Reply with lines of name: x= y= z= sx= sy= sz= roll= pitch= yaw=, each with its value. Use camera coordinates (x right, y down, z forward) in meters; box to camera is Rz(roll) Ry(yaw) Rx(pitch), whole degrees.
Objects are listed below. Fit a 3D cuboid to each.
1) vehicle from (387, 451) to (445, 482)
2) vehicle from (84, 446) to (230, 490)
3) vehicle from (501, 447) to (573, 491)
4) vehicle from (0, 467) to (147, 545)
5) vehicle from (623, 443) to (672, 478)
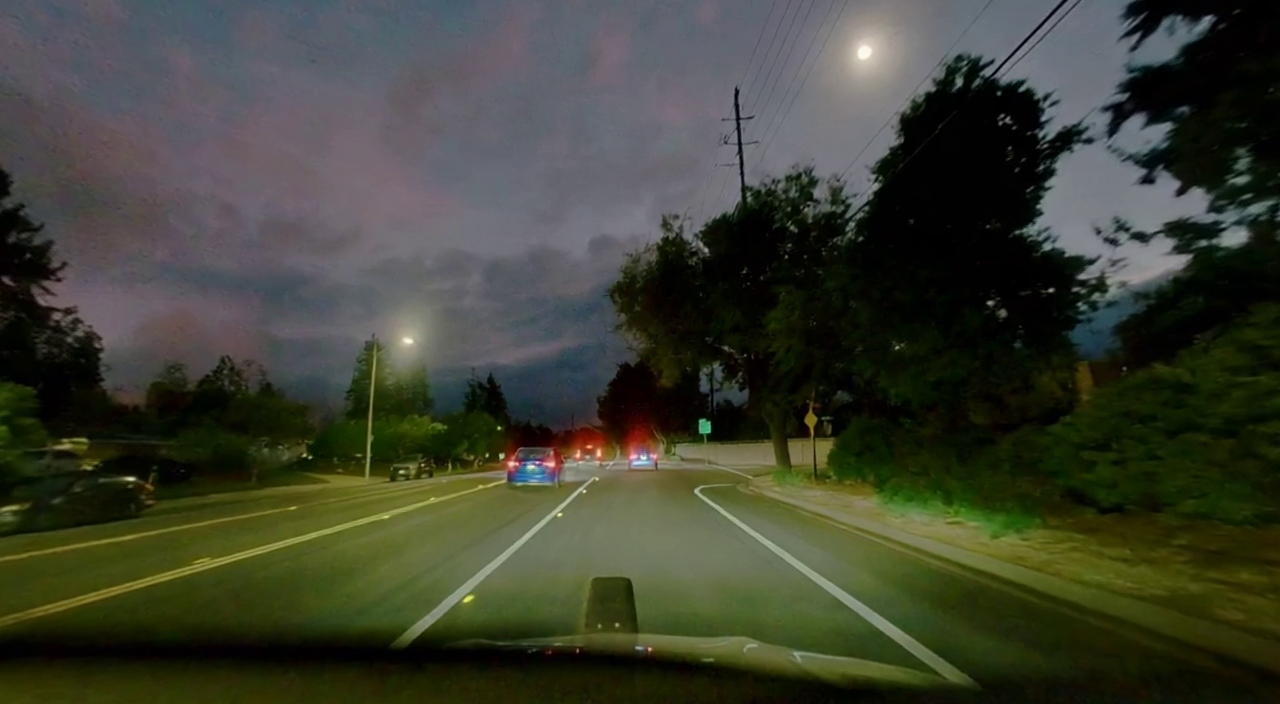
vehicle: x=-14.364 y=7.334 z=40.797 sx=2.083 sy=1.817 sz=4.532 roll=0 pitch=-9 yaw=-1
vehicle: x=-22.055 y=5.283 z=29.011 sx=4.898 sy=1.916 sz=2.192 roll=0 pitch=-9 yaw=3
vehicle: x=-3.621 y=4.161 z=22.923 sx=1.913 sy=1.425 sz=4.235 roll=0 pitch=-9 yaw=0
vehicle: x=-13.967 y=3.423 z=14.348 sx=1.814 sy=1.466 sz=4.690 roll=0 pitch=-9 yaw=-1
vehicle: x=0.297 y=5.139 z=30.167 sx=2.168 sy=1.504 sz=4.284 roll=0 pitch=-9 yaw=-1
